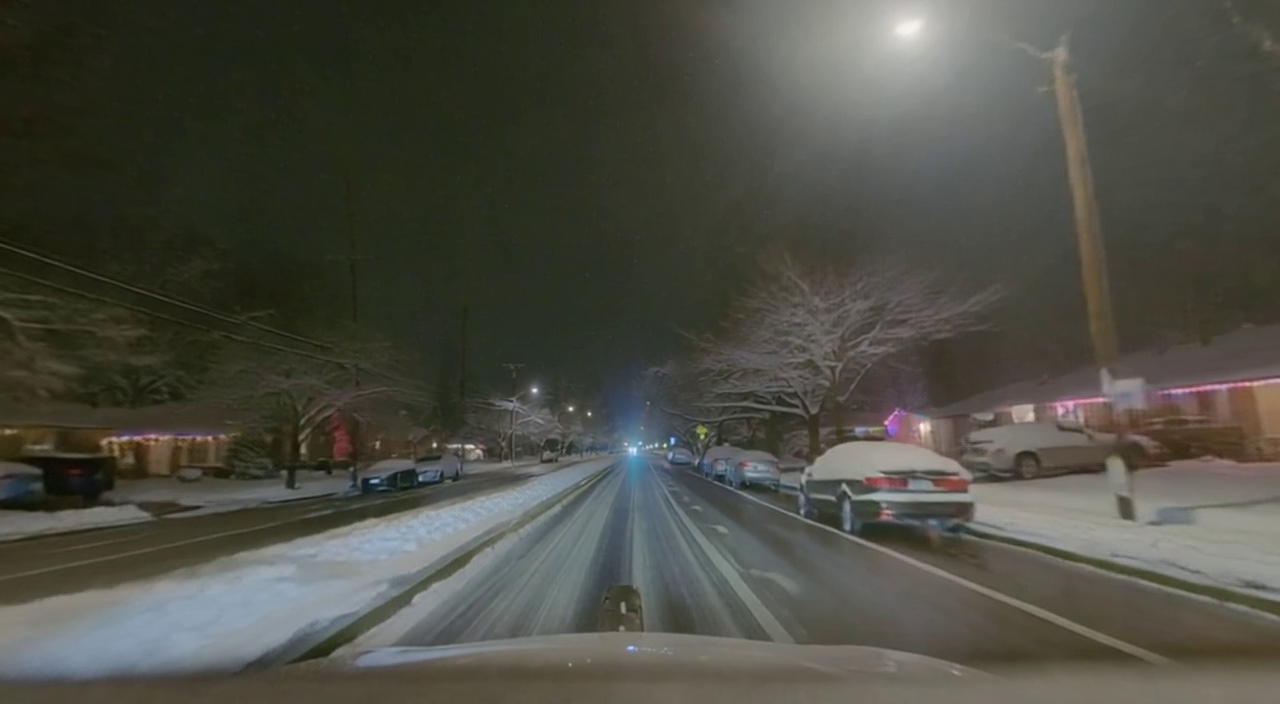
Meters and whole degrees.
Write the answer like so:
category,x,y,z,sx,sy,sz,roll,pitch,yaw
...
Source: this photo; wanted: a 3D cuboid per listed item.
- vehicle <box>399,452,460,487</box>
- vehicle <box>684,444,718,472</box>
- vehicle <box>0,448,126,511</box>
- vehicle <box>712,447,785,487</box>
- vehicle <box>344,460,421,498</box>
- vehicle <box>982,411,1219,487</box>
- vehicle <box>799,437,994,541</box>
category,x,y,z,sx,sy,sz,roll,pitch,yaw
vehicle,-12.796,7.180,38.766,2.075,1.917,4.984,-1,-10,0
vehicle,4.214,7.431,44.556,2.074,1.838,5.402,0,-8,2
vehicle,-21.360,4.344,21.912,5.005,1.796,2.268,3,-9,3
vehicle,4.520,4.859,27.109,2.035,1.498,4.910,-1,-9,-3
vehicle,-12.827,6.312,31.823,1.925,1.498,4.850,-4,-8,-1
vehicle,12.639,2.732,17.657,4.850,1.610,1.980,-5,-10,3
vehicle,4.686,2.602,12.533,1.934,1.546,5.009,2,-10,2
